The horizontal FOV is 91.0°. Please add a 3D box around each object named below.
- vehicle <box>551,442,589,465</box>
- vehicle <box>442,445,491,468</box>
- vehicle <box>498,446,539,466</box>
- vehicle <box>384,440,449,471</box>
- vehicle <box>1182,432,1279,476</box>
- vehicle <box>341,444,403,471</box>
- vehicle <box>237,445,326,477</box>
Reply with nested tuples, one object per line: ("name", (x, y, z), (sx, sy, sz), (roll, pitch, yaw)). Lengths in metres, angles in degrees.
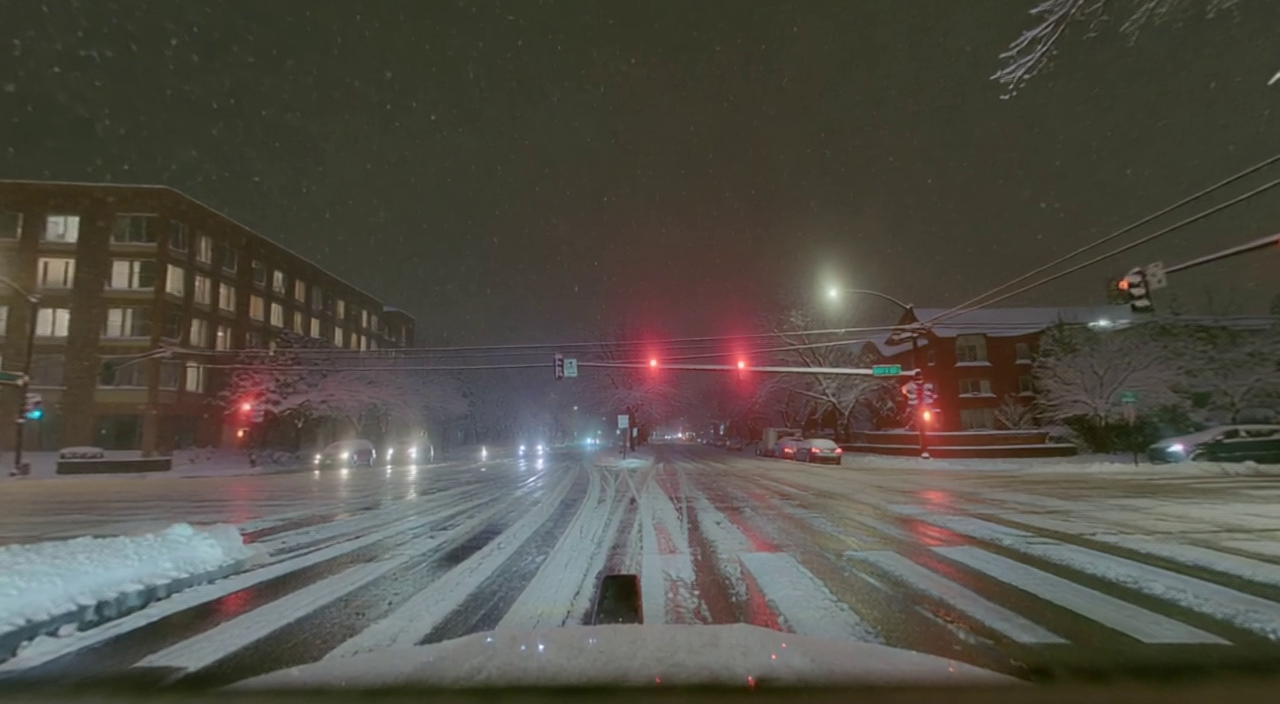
("vehicle", (-4.580, 6.711, 41.667), (1.954, 1.431, 4.050), (0, -9, 2))
("vehicle", (-11.688, 7.074, 42.684), (1.911, 1.476, 4.297), (-1, -9, 2))
("vehicle", (-8.161, 7.008, 42.591), (1.910, 1.321, 3.692), (0, -9, 1))
("vehicle", (-15.195, 7.036, 43.137), (2.340, 1.946, 5.450), (0, -9, 1))
("vehicle", (22.286, 3.588, 22.258), (4.474, 1.477, 1.908), (0, -9, -3))
("vehicle", (-18.611, 7.342, 43.980), (2.237, 1.801, 4.541), (0, -9, 1))
("vehicle", (-22.501, 6.820, 39.780), (2.032, 1.839, 4.884), (-2, -9, 13))
